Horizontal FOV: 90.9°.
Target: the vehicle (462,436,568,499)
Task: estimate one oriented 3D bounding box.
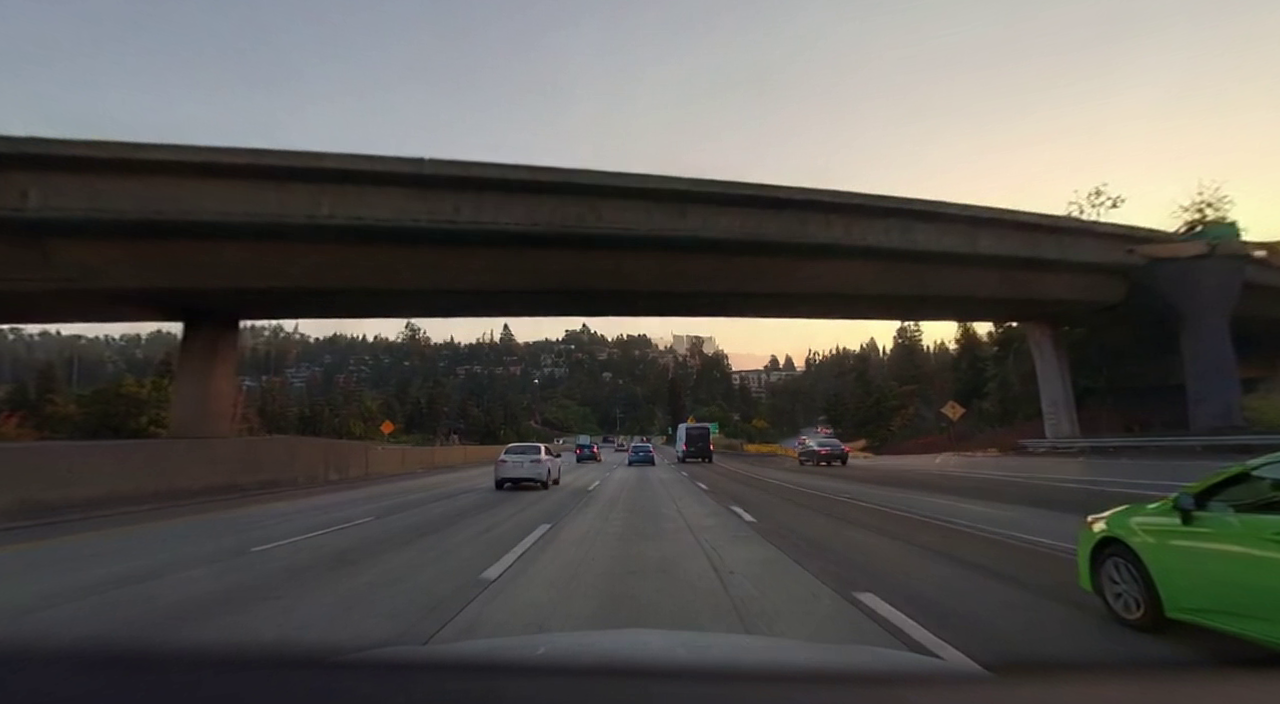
[{"bbox_3d":[-3.375,3.210,17.888,2.137,1.562,3.926,0,-8,1],"label":"vehicle"}]

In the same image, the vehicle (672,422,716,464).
[{"bbox_3d":[3.809,6.620,45.809,2.436,2.745,6.607,0,-8,-1],"label":"vehicle"}]

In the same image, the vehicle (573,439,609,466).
[{"bbox_3d":[-3.309,6.860,43.296,2.078,1.706,4.298,0,-8,1],"label":"vehicle"}]

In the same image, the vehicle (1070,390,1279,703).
[{"bbox_3d":[3.886,0.806,1.829,2.085,1.558,4.466,0,-8,0],"label":"vehicle"}]

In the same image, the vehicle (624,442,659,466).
[{"bbox_3d":[0.064,6.641,41.213,2.174,1.467,4.005,0,-8,0],"label":"vehicle"}]
